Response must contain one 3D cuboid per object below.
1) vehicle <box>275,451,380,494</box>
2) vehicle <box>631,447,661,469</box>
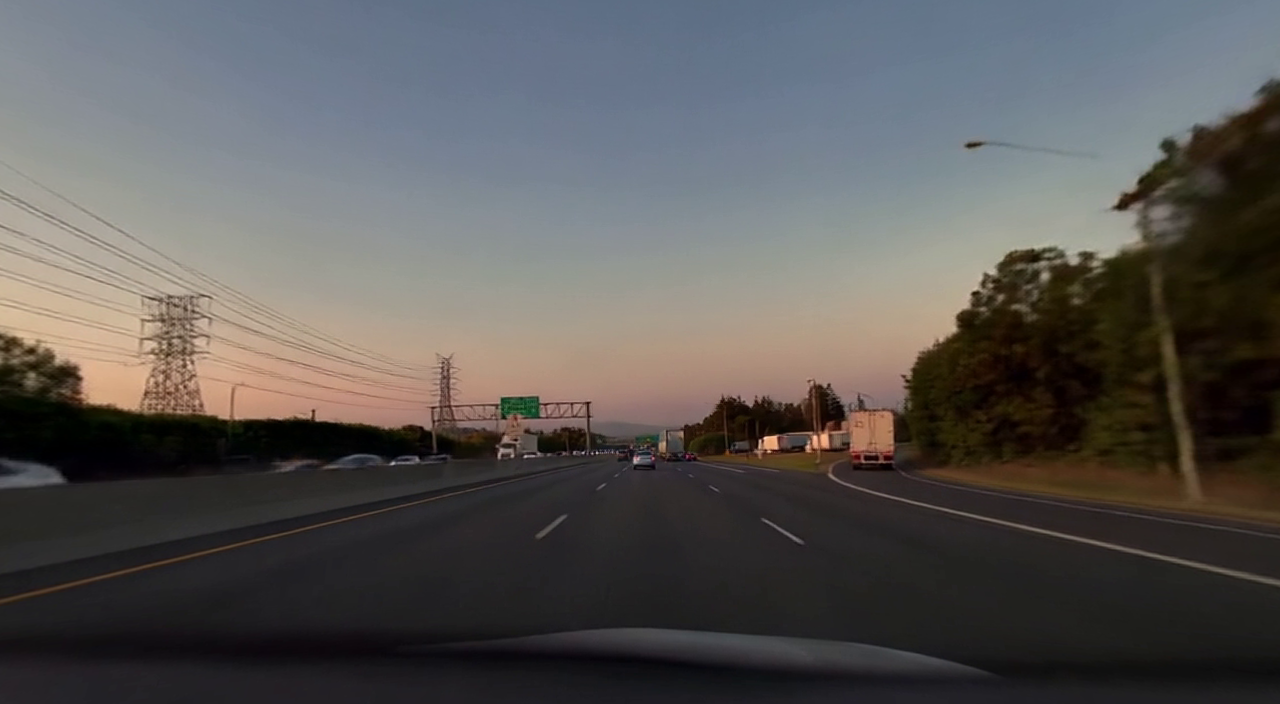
[{"bbox_3d":[-11.980,4.603,24.525,1.871,1.480,4.270,0,-9,0],"label":"vehicle"},{"bbox_3d":[0.458,7.817,46.606,2.111,1.599,3.859,0,-9,0],"label":"vehicle"}]
